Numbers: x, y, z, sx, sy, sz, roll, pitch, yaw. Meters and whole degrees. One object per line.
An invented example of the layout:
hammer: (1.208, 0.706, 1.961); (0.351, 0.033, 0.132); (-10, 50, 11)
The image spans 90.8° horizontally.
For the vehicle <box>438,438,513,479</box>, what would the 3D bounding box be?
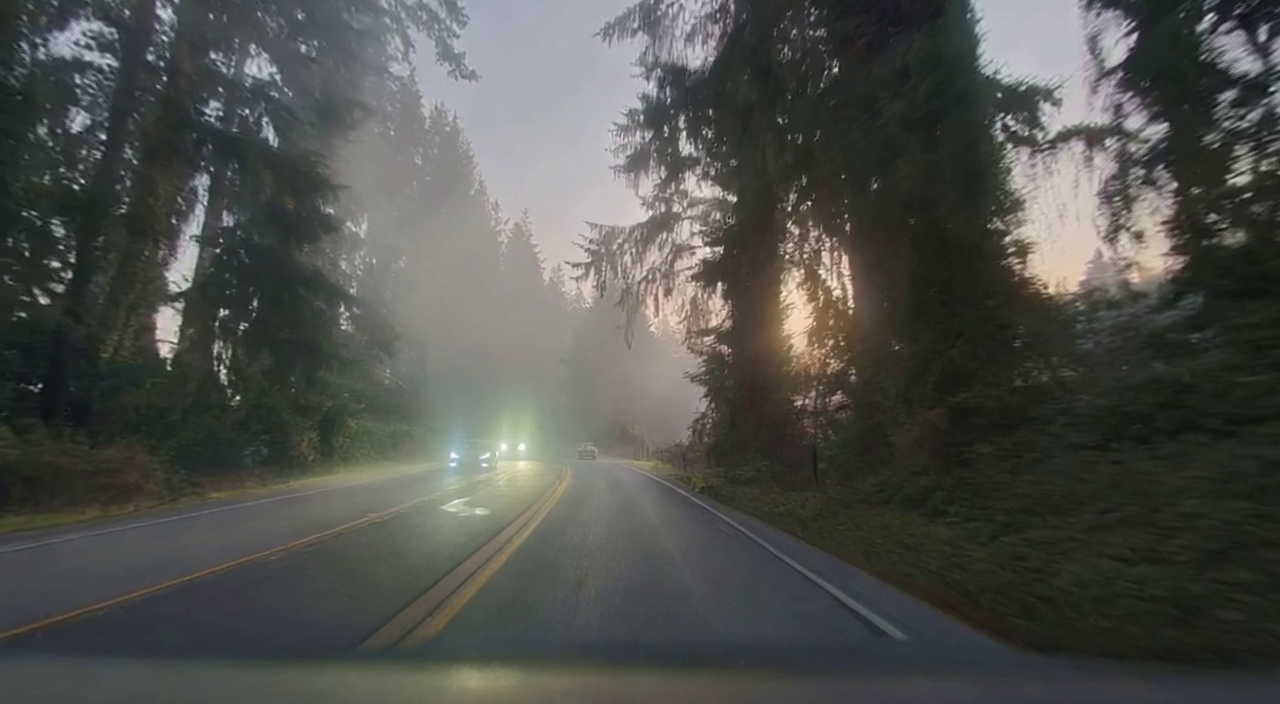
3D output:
vehicle: (-6.601, 4.298, 25.818); (2.139, 1.498, 4.453); (0, -8, -4)

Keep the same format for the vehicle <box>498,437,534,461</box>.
vehicle: (-9.725, 7.659, 49.905); (2.318, 1.754, 4.328); (1, -9, -6)
